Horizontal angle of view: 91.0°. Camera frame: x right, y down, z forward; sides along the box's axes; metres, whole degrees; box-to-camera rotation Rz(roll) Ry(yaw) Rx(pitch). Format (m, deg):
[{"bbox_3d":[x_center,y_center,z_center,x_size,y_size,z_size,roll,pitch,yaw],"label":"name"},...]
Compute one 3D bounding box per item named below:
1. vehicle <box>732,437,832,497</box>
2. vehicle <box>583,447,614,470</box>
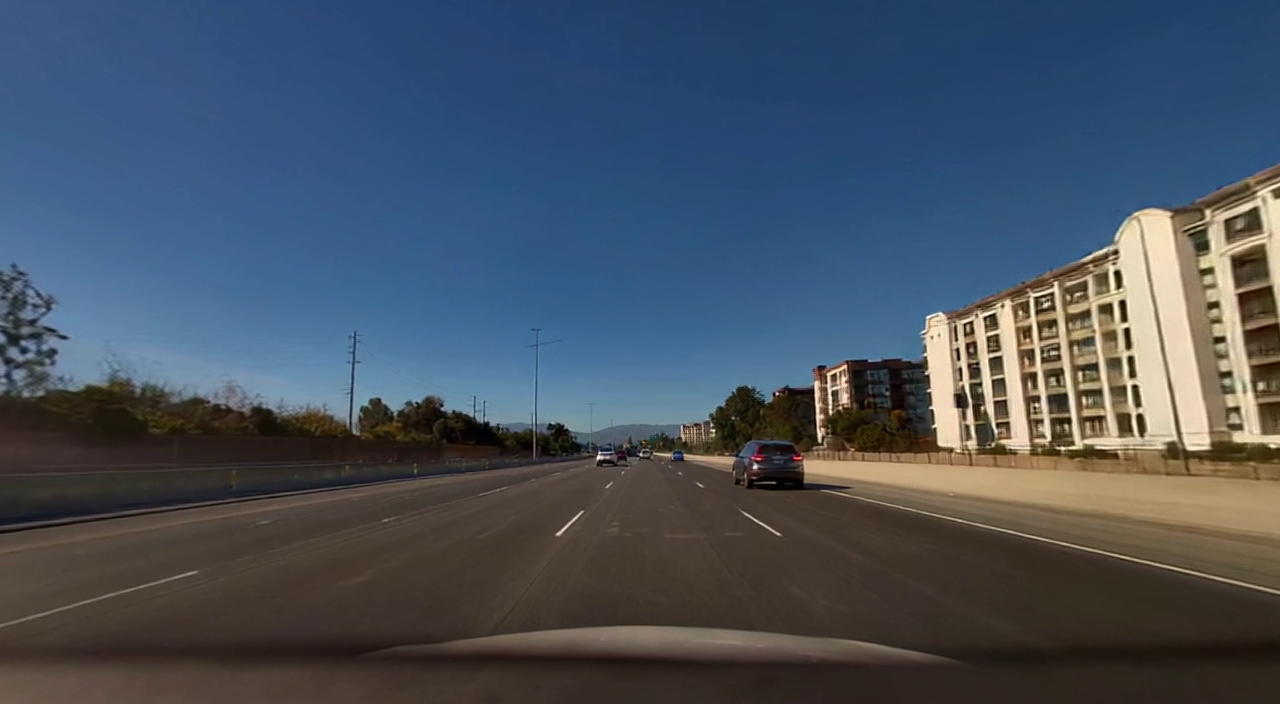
[{"bbox_3d":[4.535,3.744,20.938,2.170,1.733,4.631,0,-9,-1],"label":"vehicle"},{"bbox_3d":[-3.166,8.240,49.000,2.075,1.721,4.763,0,-9,1],"label":"vehicle"}]
